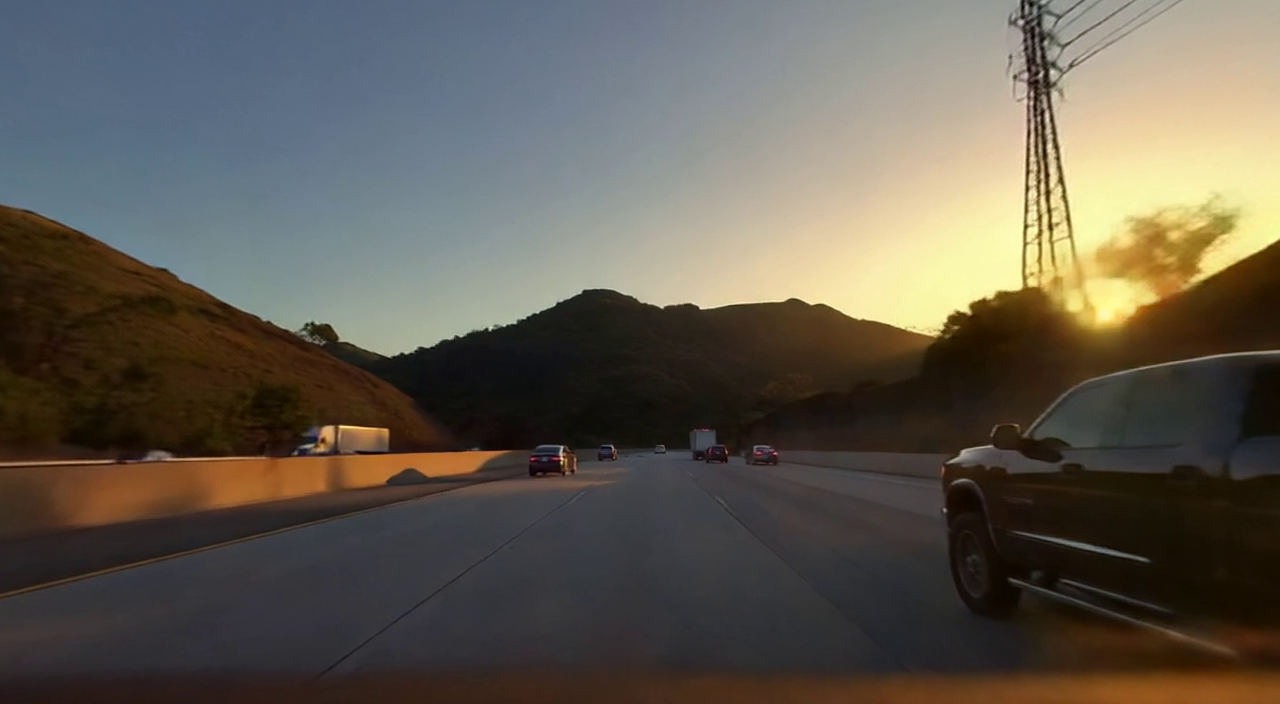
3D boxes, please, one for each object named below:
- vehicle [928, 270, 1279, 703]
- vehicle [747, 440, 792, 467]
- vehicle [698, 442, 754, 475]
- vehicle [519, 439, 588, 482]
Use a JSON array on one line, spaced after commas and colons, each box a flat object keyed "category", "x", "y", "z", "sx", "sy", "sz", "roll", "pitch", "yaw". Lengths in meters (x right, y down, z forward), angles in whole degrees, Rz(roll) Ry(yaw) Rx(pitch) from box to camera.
[{"category": "vehicle", "x": 3.446, "y": 0.703, "z": 2.636, "sx": 2.098, "sy": 1.925, "sz": 5.171, "roll": 0, "pitch": -8, "yaw": 1}, {"category": "vehicle", "x": 8.383, "y": 6.578, "z": 41.097, "sx": 1.986, "sy": 1.633, "sz": 4.430, "roll": 0, "pitch": -8, "yaw": 0}, {"category": "vehicle", "x": 4.042, "y": 5.086, "z": 30.352, "sx": 2.046, "sy": 1.471, "sz": 4.333, "roll": 0, "pitch": -8, "yaw": 0}, {"category": "vehicle", "x": -3.507, "y": 4.513, "z": 26.565, "sx": 2.113, "sy": 1.636, "sz": 4.494, "roll": -1, "pitch": -8, "yaw": 2}]
